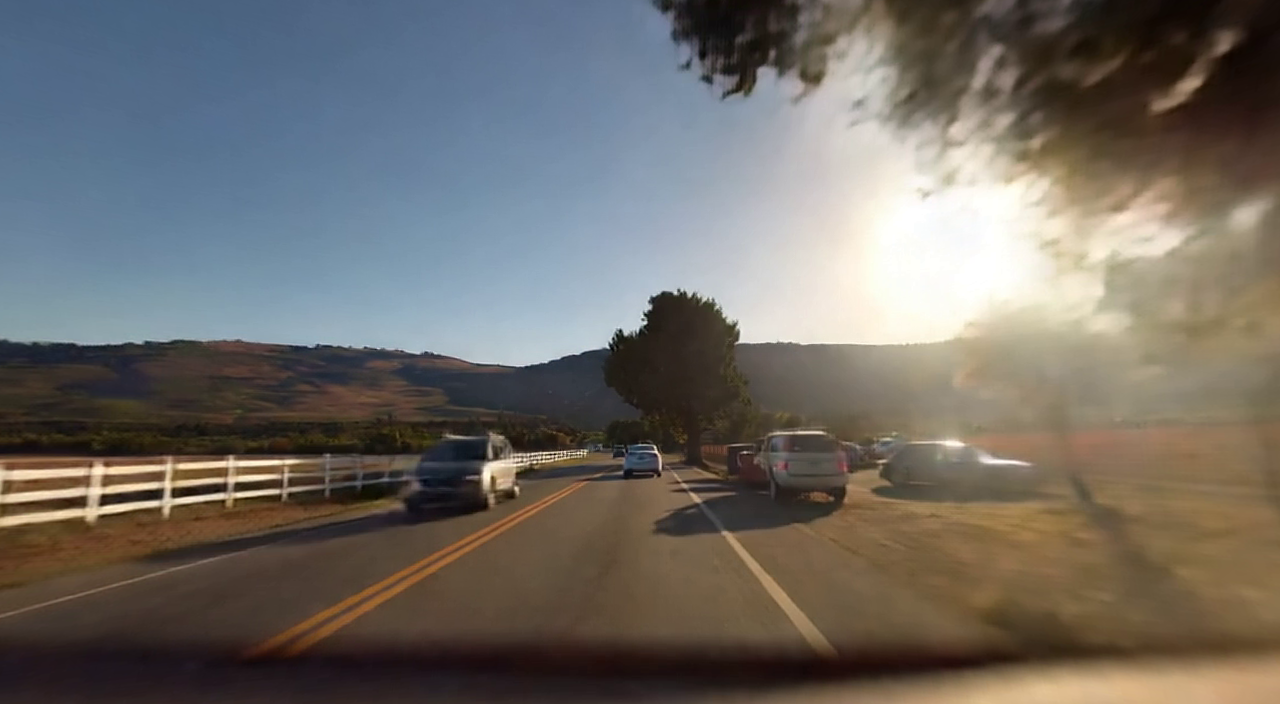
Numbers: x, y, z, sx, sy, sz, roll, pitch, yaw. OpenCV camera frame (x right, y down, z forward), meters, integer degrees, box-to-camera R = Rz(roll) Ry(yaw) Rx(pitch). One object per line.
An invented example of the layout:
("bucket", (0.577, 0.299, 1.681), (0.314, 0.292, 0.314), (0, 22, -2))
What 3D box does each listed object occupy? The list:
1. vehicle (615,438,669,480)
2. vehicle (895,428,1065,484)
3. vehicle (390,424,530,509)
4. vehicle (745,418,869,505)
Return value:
("vehicle", (0.098, 4.641, 27.576), (2.158, 1.669, 4.006), (0, -8, 1))
("vehicle", (10.379, 3.202, 19.716), (1.975, 1.545, 4.333), (3, -9, -21))
("vehicle", (-4.652, 3.056, 17.372), (2.221, 1.965, 5.135), (0, -8, 1))
("vehicle", (4.265, 2.905, 17.156), (2.348, 1.969, 5.269), (-1, -8, 5))
